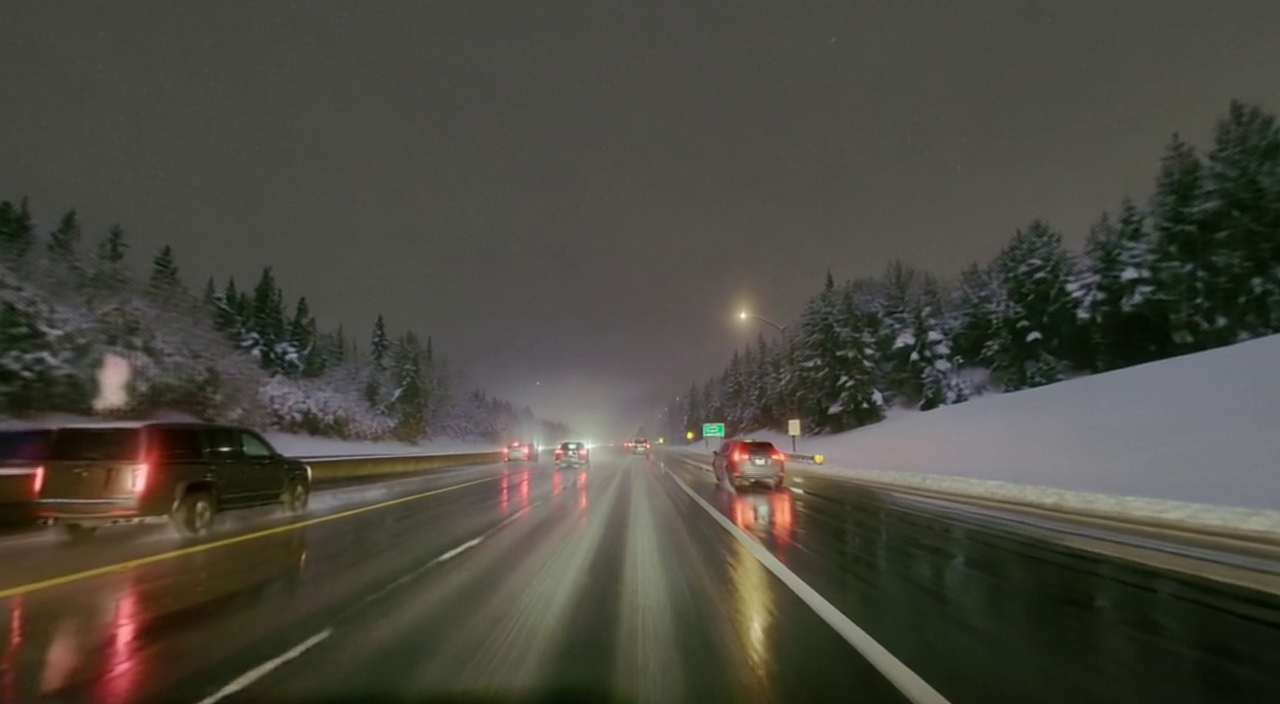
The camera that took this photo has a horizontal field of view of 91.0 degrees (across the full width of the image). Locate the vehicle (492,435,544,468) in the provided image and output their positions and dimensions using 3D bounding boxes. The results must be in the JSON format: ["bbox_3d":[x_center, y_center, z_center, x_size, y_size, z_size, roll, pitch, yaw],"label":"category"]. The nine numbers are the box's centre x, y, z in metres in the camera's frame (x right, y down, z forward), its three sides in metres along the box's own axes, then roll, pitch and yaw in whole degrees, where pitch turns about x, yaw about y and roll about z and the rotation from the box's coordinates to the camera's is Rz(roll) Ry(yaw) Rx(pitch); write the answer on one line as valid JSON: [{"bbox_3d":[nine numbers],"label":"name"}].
[{"bbox_3d":[-7.109,5.831,37.110,2.111,1.811,4.391,0,-9,1],"label":"vehicle"}]

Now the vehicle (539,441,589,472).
[{"bbox_3d":[-3.873,5.413,32.727,2.071,1.478,4.130,0,-9,0],"label":"vehicle"}]

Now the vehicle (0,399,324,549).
[{"bbox_3d":[-7.365,1.858,10.144,2.142,1.849,4.566,0,-9,0],"label":"vehicle"}]

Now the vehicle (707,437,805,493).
[{"bbox_3d":[3.438,3.458,19.621,2.141,1.507,4.510,0,-9,-1],"label":"vehicle"}]
